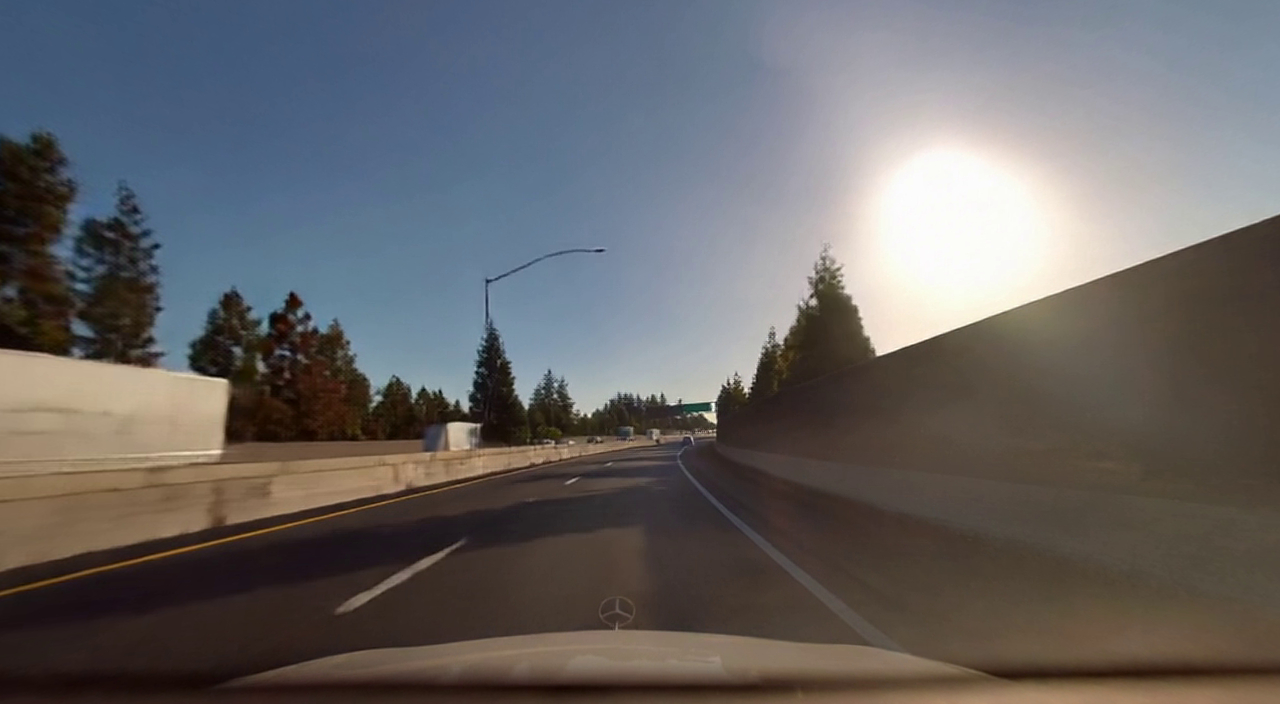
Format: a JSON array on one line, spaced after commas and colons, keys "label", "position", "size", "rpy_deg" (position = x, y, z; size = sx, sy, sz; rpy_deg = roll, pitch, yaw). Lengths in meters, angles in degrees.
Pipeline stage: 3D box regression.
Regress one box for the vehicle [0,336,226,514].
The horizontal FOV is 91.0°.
[{"label": "vehicle", "position": [-16.314, 2.092, 17.309], "size": [3.214, 4.045, 9.668], "rpy_deg": [-1, -8, 0]}]
